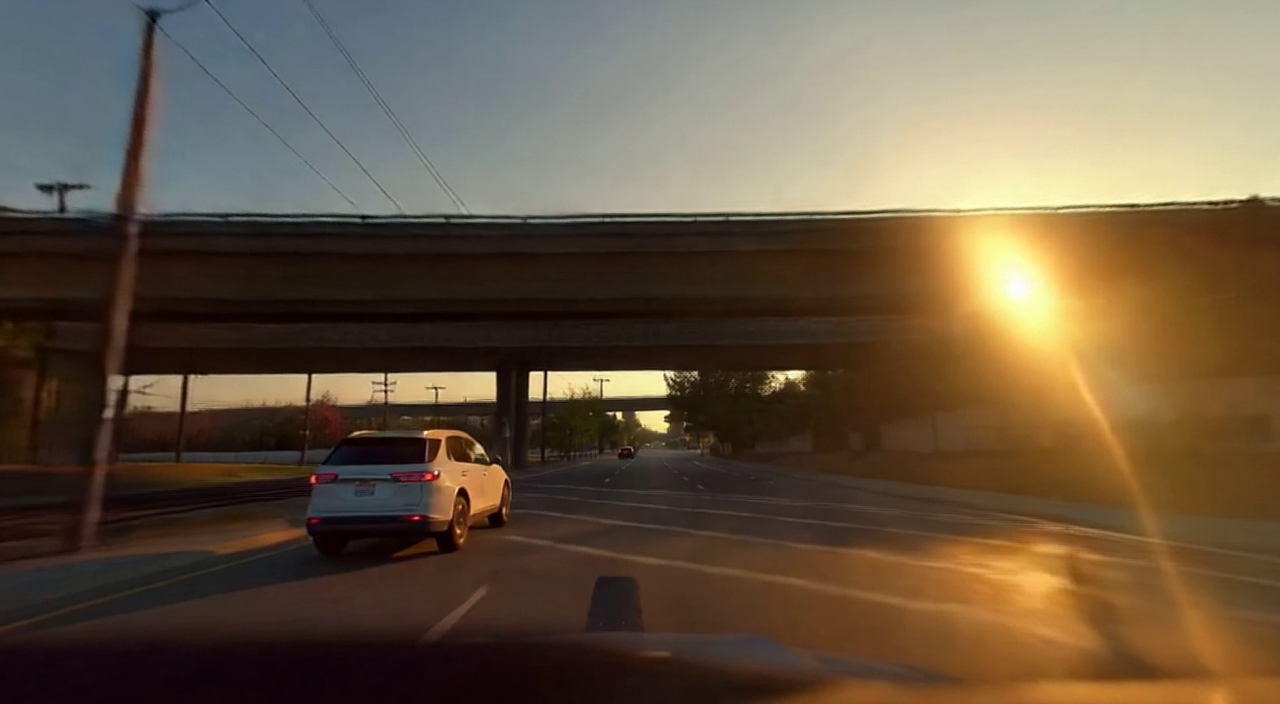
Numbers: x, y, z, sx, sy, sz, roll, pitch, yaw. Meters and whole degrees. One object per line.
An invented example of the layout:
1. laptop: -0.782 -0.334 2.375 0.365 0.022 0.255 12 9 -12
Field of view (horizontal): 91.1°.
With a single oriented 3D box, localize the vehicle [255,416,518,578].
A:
1. vehicle: -3.131 1.877 8.930 1.882 1.704 4.335 0 -9 1
